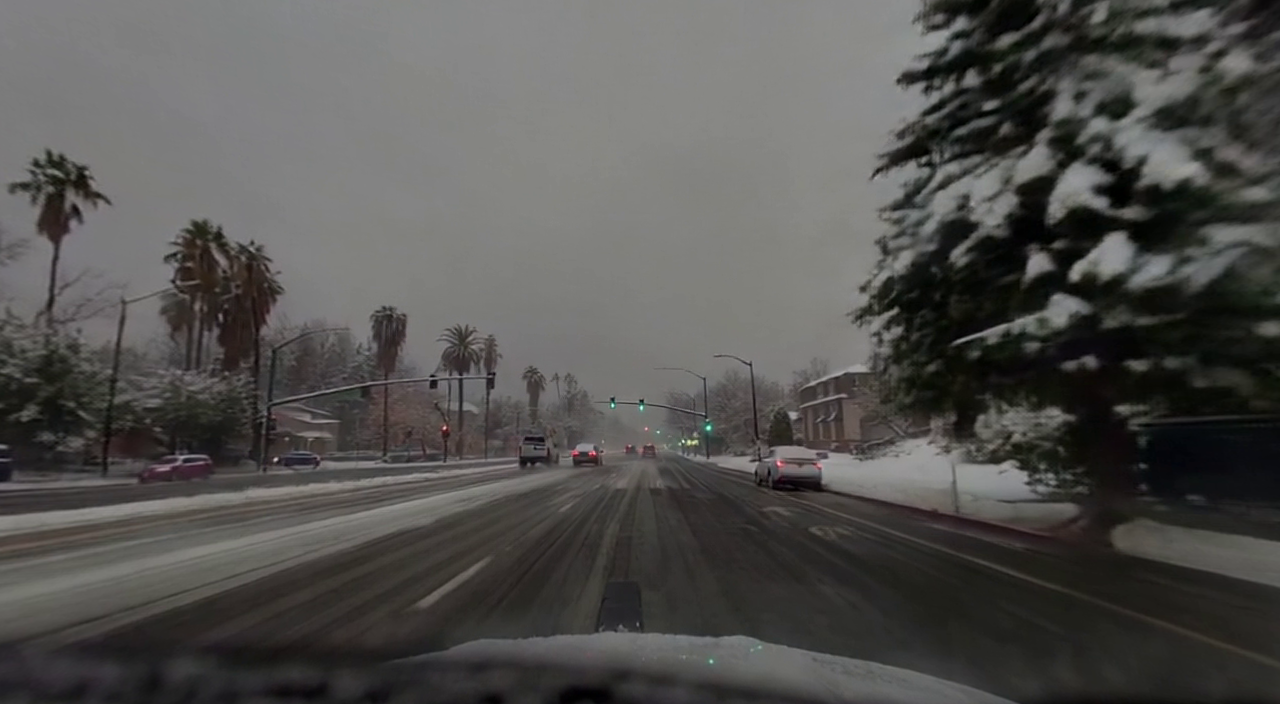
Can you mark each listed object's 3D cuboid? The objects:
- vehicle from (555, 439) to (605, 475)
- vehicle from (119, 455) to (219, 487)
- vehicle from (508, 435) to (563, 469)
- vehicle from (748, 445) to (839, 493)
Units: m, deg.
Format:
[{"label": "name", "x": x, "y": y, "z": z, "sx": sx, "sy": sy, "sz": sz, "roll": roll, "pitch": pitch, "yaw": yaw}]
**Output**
[{"label": "vehicle", "x": -3.218, "y": 5.727, "z": 34.568, "sx": 2.116, "sy": 1.806, "sz": 4.516, "roll": 0, "pitch": -9, "yaw": 2}, {"label": "vehicle", "x": -25.348, "y": 6.392, "z": 34.105, "sx": 1.838, "sy": 1.516, "sz": 4.484, "roll": 0, "pitch": -9, "yaw": 1}, {"label": "vehicle", "x": -6.686, "y": 6.537, "z": 41.148, "sx": 2.457, "sy": 2.010, "sz": 6.330, "roll": 0, "pitch": -9, "yaw": 1}, {"label": "vehicle", "x": 5.220, "y": 4.028, "z": 22.024, "sx": 1.994, "sy": 1.507, "sz": 4.173, "roll": 1, "pitch": -9, "yaw": -2}]
